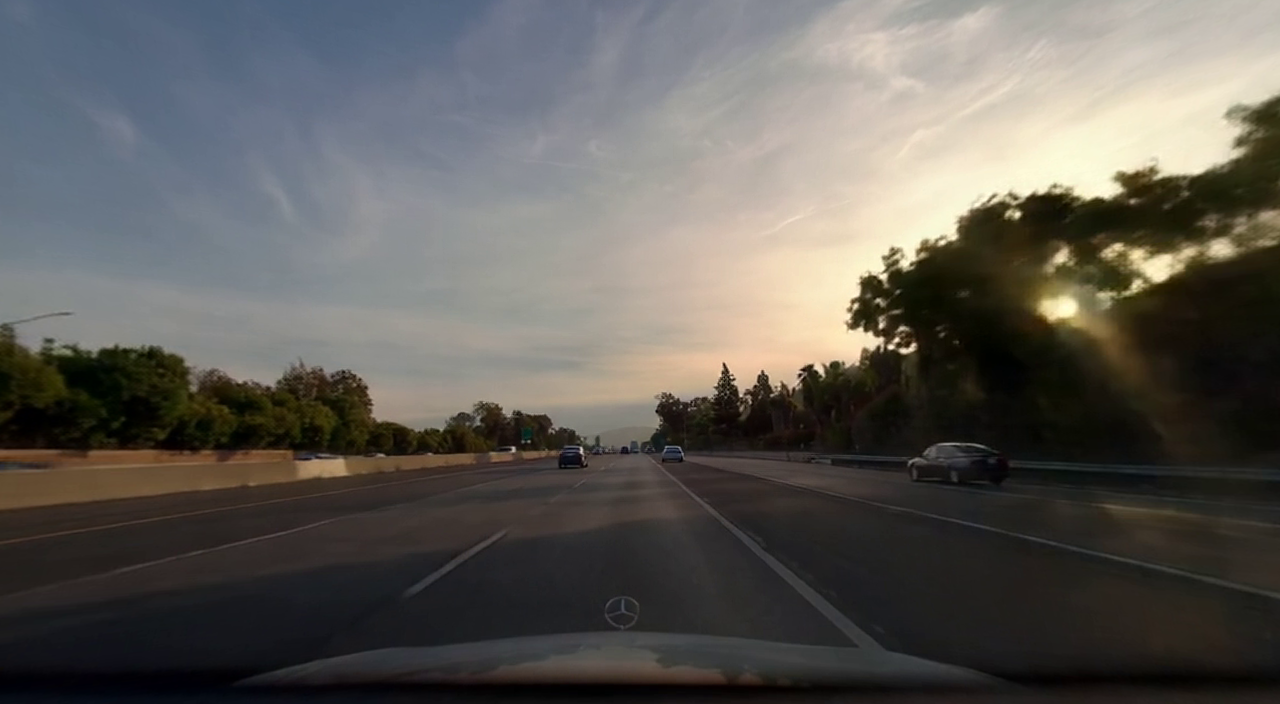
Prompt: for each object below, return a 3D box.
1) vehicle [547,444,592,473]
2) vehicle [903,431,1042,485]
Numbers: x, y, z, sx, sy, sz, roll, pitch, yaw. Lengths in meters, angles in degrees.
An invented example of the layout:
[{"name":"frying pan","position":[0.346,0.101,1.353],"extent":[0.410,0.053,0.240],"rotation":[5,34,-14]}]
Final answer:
[{"name":"vehicle","position":[-3.940,6.033,36.006],"extent":[2.052,1.510,4.301],"rotation":[0,-9,0]},{"name":"vehicle","position":[12.240,3.964,23.799],"extent":[2.344,1.783,5.196],"rotation":[0,-9,-1]}]
